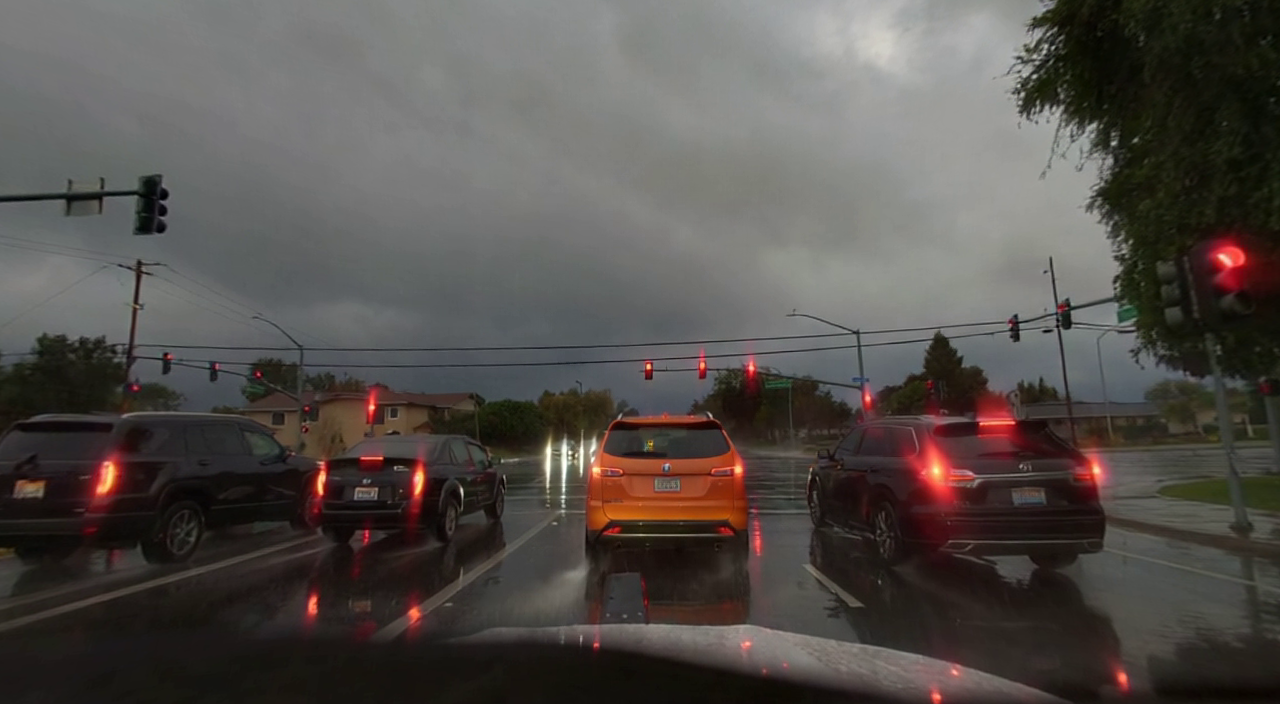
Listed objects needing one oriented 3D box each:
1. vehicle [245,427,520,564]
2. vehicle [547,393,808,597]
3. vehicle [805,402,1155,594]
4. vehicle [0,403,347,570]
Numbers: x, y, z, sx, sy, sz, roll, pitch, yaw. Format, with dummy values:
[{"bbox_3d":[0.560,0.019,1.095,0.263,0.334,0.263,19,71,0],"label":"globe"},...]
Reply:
[{"bbox_3d":[-3.237,1.885,9.103,1.885,1.475,4.359,-1,-8,4],"label":"vehicle"},{"bbox_3d":[0.392,1.520,7.499,2.198,1.708,4.170,0,-8,2],"label":"vehicle"},{"bbox_3d":[3.527,1.590,7.745,2.047,1.638,4.395,-1,-8,4],"label":"vehicle"},{"bbox_3d":[-6.636,1.824,9.359,2.075,1.796,4.785,0,-8,2],"label":"vehicle"}]
